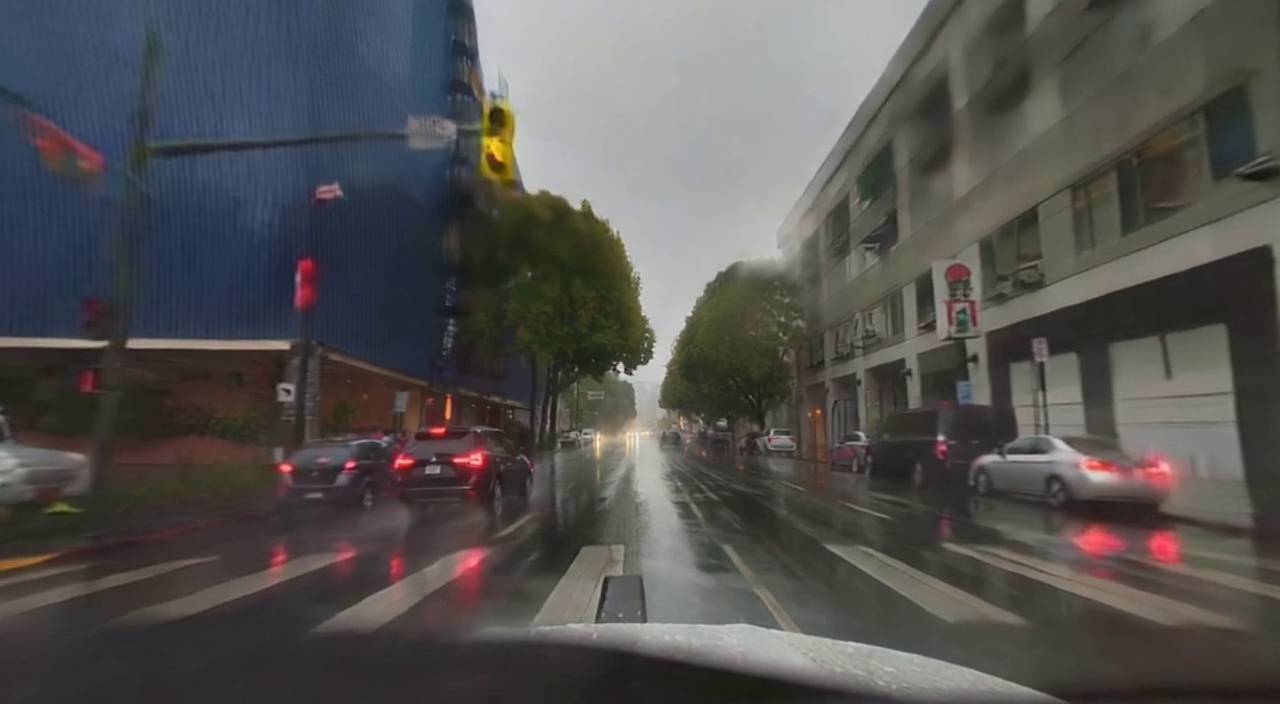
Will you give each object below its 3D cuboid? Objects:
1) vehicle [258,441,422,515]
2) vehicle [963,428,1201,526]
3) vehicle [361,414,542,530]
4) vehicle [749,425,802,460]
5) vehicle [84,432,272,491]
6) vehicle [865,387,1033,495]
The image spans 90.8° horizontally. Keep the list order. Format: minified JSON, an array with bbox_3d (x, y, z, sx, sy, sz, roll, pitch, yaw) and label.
[{"bbox_3d":[-6.958,2.915,15.282,1.806,1.466,4.373,0,-8,0],"label":"vehicle"},{"bbox_3d":[8.805,2.465,13.188,1.854,1.663,4.300,1,-8,0],"label":"vehicle"},{"bbox_3d":[-3.231,2.130,11.914,2.002,1.756,4.366,0,-8,1],"label":"vehicle"},{"bbox_3d":[8.996,6.071,42.609,2.249,2.117,5.743,0,-8,0],"label":"vehicle"},{"bbox_3d":[-13.634,3.239,18.864,4.033,1.533,1.895,2,-8,0],"label":"vehicle"},{"bbox_3d":[9.077,2.707,19.413,2.285,2.778,5.847,0,-8,2],"label":"vehicle"}]
